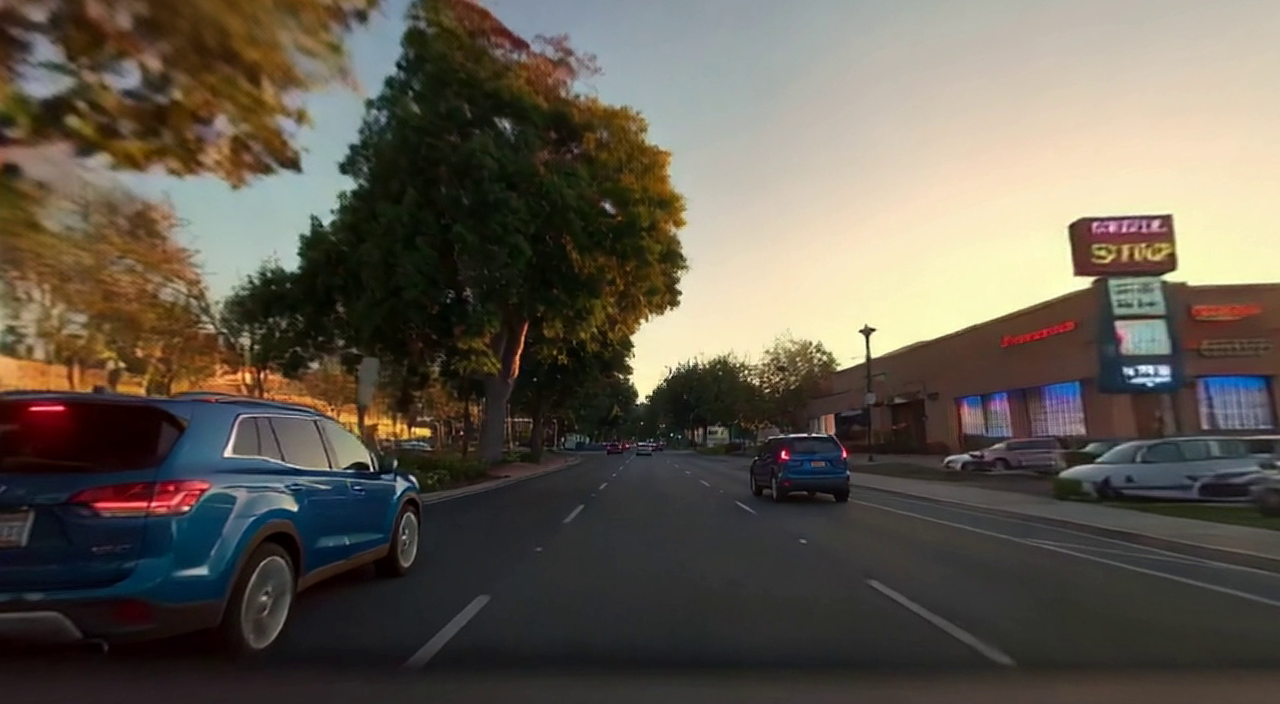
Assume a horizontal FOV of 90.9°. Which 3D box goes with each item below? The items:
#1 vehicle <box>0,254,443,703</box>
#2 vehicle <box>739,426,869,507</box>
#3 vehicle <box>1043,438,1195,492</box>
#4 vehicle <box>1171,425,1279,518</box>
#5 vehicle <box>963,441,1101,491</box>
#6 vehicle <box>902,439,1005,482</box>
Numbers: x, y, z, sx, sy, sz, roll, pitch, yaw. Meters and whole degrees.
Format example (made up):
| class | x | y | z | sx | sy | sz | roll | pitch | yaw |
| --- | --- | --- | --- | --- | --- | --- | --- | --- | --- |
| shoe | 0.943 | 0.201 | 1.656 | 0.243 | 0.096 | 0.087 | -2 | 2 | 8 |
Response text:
| class | x | y | z | sx | sy | sz | roll | pitch | yaw |
| --- | --- | --- | --- | --- | --- | --- | --- | --- | --- |
| vehicle | -3.269 | 0.970 | 4.409 | 2.210 | 1.925 | 4.838 | 0 | -8 | 0 |
| vehicle | 3.962 | 2.846 | 16.097 | 2.024 | 1.773 | 4.431 | 0 | -8 | -1 |
| vehicle | 16.339 | 3.832 | 21.818 | 1.896 | 1.661 | 4.166 | 0 | -8 | -1 |
| vehicle | 12.161 | 2.101 | 11.038 | 1.781 | 1.615 | 4.095 | 1 | -9 | -8 |
| vehicle | 13.539 | 3.929 | 22.193 | 1.845 | 1.497 | 4.709 | -2 | -8 | 1 |
| vehicle | 13.549 | 4.695 | 27.635 | 1.880 | 1.671 | 5.180 | 0 | -8 | 0 |
